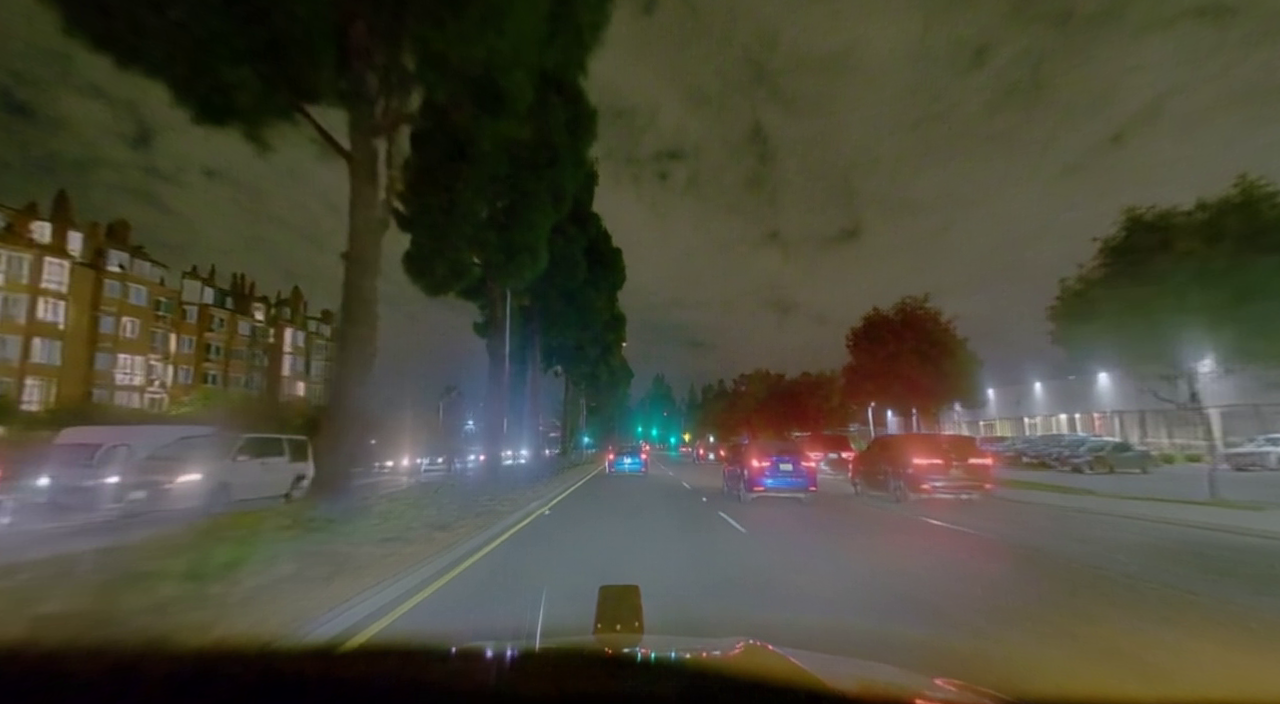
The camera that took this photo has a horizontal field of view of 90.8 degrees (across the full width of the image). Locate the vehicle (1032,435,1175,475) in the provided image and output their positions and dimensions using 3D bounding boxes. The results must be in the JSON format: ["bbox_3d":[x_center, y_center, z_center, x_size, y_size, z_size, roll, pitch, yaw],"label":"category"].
[{"bbox_3d":[20.601,4.573,28.226,4.697,1.691,2.106,0,-9,-1],"label":"vehicle"}]

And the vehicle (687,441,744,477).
[{"bbox_3d":[3.280,4.729,28.208,1.908,1.453,4.230,0,-9,-2],"label":"vehicle"}]

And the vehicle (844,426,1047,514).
[{"bbox_3d":[7.128,2.817,15.652,2.224,1.772,5.325,0,-9,-2],"label":"vehicle"}]

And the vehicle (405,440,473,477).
[{"bbox_3d":[-9.424,5.046,30.036,1.953,1.612,4.204,0,-9,-2],"label":"vehicle"}]

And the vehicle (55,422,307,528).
[{"bbox_3d":[-9.032,2.431,13.080,1.927,1.788,4.541,0,-9,-3],"label":"vehicle"}]

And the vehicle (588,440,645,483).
[{"bbox_3d":[-0.825,4.102,23.876,1.994,1.479,3.647,0,-9,0],"label":"vehicle"}]

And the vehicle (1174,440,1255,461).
[{"bbox_3d":[42.402,7.280,46.782,1.907,1.464,4.298,0,-9,0],"label":"vehicle"}]

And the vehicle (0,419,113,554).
[{"bbox_3d":[-8.954,1.610,7.263,2.019,1.668,4.433,-1,-8,-1],"label":"vehicle"}]

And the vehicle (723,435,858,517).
[{"bbox_3d":[3.043,2.589,13.657,1.852,1.498,3.825,0,-9,-2],"label":"vehicle"}]

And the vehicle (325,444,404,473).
[{"bbox_3d":[-16.379,6.355,38.002,2.115,1.621,5.840,0,-9,0],"label":"vehicle"}]
